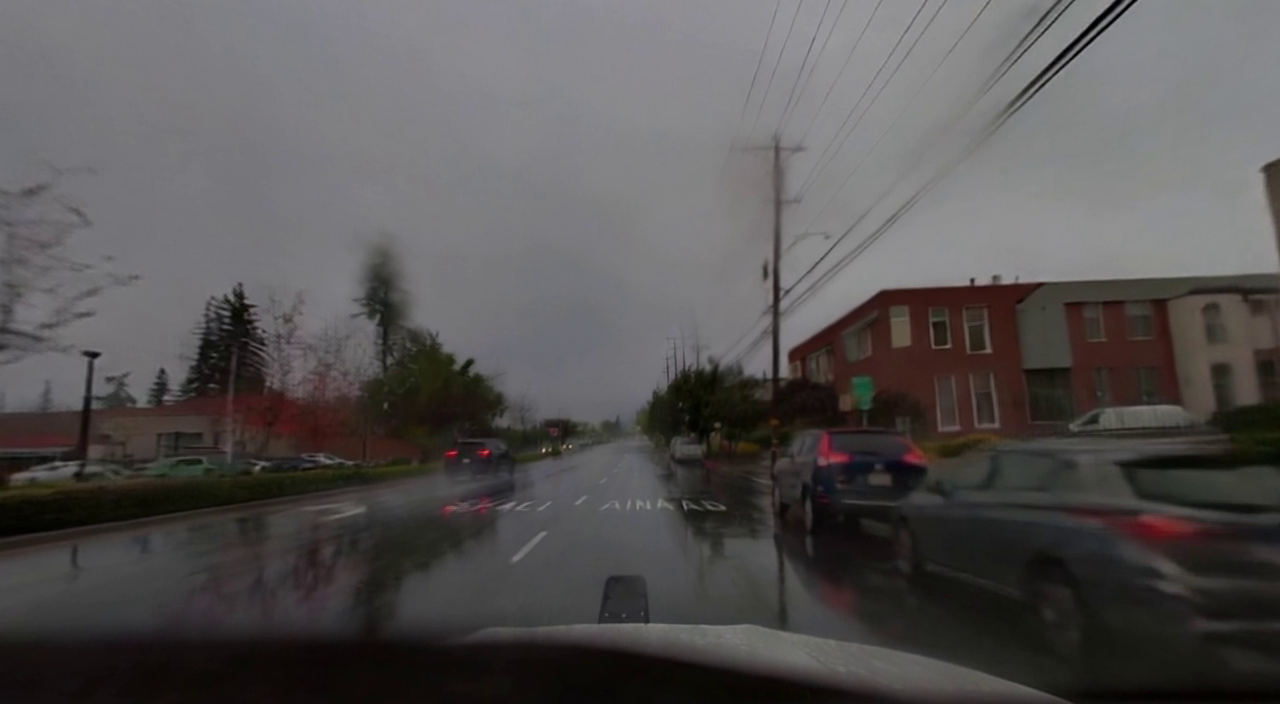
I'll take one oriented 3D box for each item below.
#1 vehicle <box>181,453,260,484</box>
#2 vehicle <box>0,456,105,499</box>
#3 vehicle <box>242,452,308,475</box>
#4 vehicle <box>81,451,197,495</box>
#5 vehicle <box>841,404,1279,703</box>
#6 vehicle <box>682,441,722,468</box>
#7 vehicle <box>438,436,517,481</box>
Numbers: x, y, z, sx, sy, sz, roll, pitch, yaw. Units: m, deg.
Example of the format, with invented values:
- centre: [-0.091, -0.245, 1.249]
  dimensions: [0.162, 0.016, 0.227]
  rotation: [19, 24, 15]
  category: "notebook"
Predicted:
- centre: [-25.649, 7.107, 38.741]
  dimensions: [1.857, 1.472, 4.422]
  rotation: [-4, -7, 1]
  category: "vehicle"
- centre: [-25.834, 5.309, 27.016]
  dimensions: [1.926, 1.557, 4.385]
  rotation: [0, -8, -1]
  category: "vehicle"
- centre: [-25.618, 7.831, 44.466]
  dimensions: [1.935, 1.487, 4.600]
  rotation: [-1, -10, 0]
  category: "vehicle"
- centre: [-25.668, 6.174, 32.547]
  dimensions: [2.132, 1.492, 4.734]
  rotation: [-4, -4, 1]
  category: "vehicle"
- centre: [3.323, 1.267, 4.618]
  dimensions: [2.259, 1.500, 4.474]
  rotation: [0, -8, 1]
  category: "vehicle"
- centre: [3.854, 6.442, 39.980]
  dimensions: [2.048, 1.556, 4.753]
  rotation: [0, -8, 0]
  category: "vehicle"
- centre: [-6.592, 4.351, 26.111]
  dimensions: [2.000, 1.671, 4.497]
  rotation: [0, -8, 1]
  category: "vehicle"
